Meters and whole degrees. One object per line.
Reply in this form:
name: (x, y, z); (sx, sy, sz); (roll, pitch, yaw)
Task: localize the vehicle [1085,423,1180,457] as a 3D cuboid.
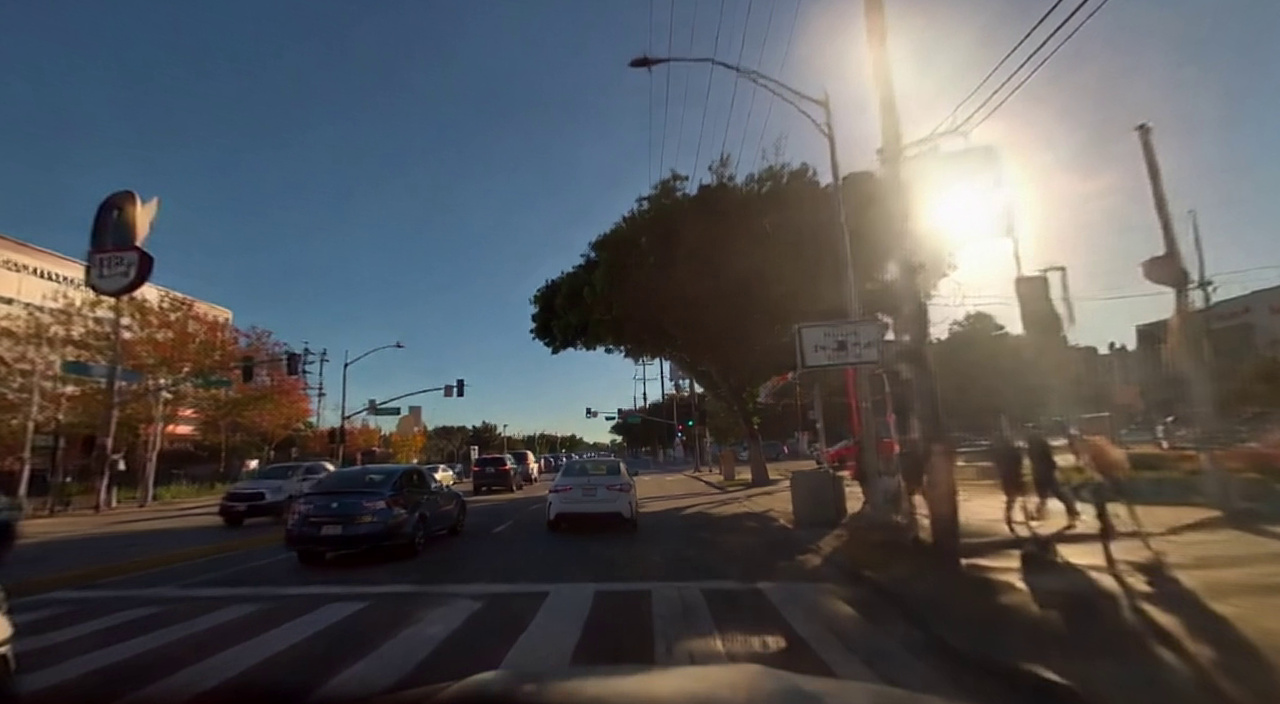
vehicle: (25.174, 4.566, 32.301); (1.690, 1.559, 3.521); (0, -10, -7)

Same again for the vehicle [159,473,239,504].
vehicle: (-26.010, 8.029, 37.139); (3.960, 1.600, 1.885); (-4, -9, 21)

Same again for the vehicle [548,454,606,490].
vehicle: (-2.870, 5.588, 29.630); (2.147, 1.472, 4.406); (0, -9, 2)

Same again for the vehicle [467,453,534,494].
vehicle: (-6.215, 5.416, 28.470); (2.012, 1.664, 3.917); (0, -9, 2)

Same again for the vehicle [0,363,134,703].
vehicle: (-3.227, 0.618, 0.360); (2.042, 1.673, 4.516); (0, -9, 1)

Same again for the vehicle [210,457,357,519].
vehicle: (-11.866, 4.523, 21.433); (1.985, 1.756, 4.665); (-1, -9, 4)

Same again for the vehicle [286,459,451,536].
vehicle: (-6.362, 3.440, 15.481); (1.960, 1.479, 4.654); (0, -9, 0)

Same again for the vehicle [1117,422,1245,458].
vehicle: (27.846, 4.616, 32.649); (2.083, 1.668, 4.638); (0, -10, -8)
